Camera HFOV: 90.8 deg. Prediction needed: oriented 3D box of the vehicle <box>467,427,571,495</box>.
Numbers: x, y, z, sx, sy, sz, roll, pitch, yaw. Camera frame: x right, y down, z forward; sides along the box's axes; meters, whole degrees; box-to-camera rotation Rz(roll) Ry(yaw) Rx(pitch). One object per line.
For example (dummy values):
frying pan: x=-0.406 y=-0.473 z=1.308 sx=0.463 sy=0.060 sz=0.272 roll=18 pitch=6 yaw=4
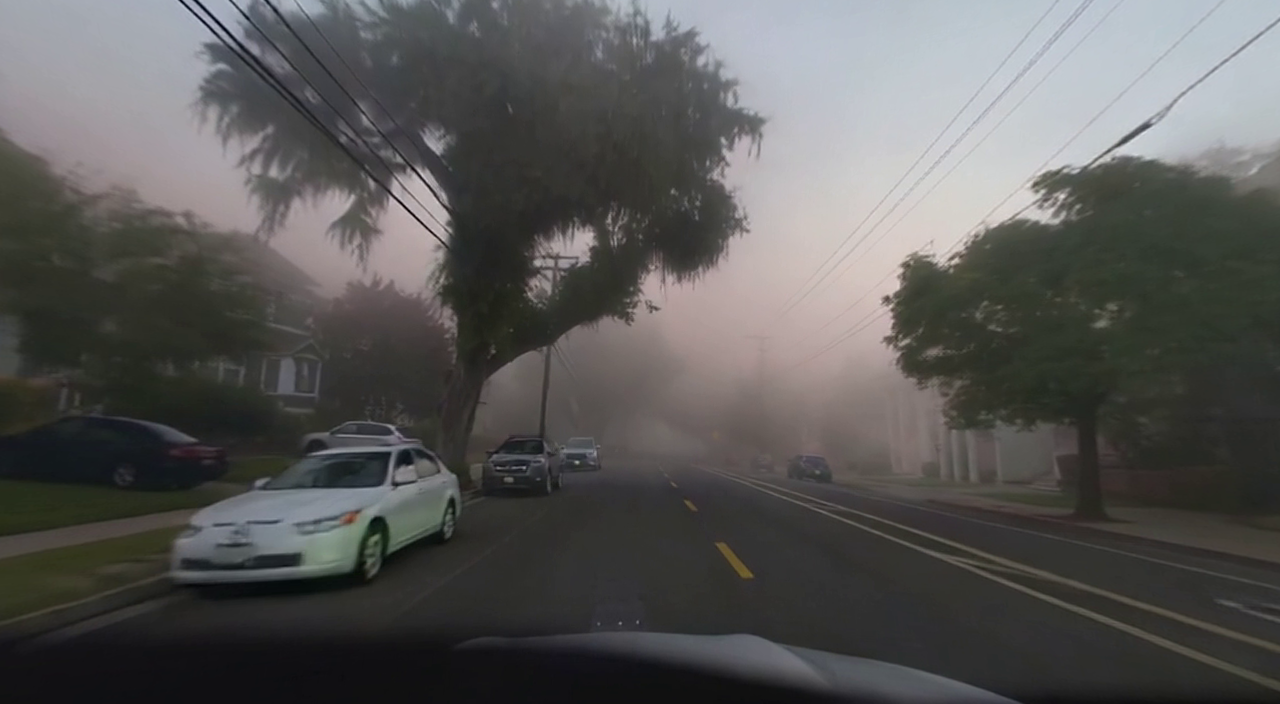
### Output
vehicle: x=-3.420 y=3.221 z=18.964 sx=2.127 sy=1.737 sz=4.961 roll=0 pitch=-9 yaw=0

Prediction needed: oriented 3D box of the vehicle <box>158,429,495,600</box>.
vehicle: x=-3.459 y=1.869 z=8.332 sx=1.917 sy=1.516 sz=4.898 roll=-2 pitch=-8 yaw=1

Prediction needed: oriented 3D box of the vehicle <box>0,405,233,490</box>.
vehicle: x=-11.978 y=2.113 z=14.207 sx=4.156 sy=1.562 sz=2.011 roll=3 pitch=-8 yaw=0

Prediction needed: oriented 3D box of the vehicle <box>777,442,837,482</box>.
vehicle: x=9.792 y=6.439 z=37.325 sx=2.156 sy=1.882 sz=4.790 roll=8 pitch=-8 yaw=2

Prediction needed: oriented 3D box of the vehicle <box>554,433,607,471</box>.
vehicle: x=-3.137 y=5.455 z=34.656 sx=2.290 sy=1.924 sz=5.536 roll=0 pitch=-8 yaw=1
